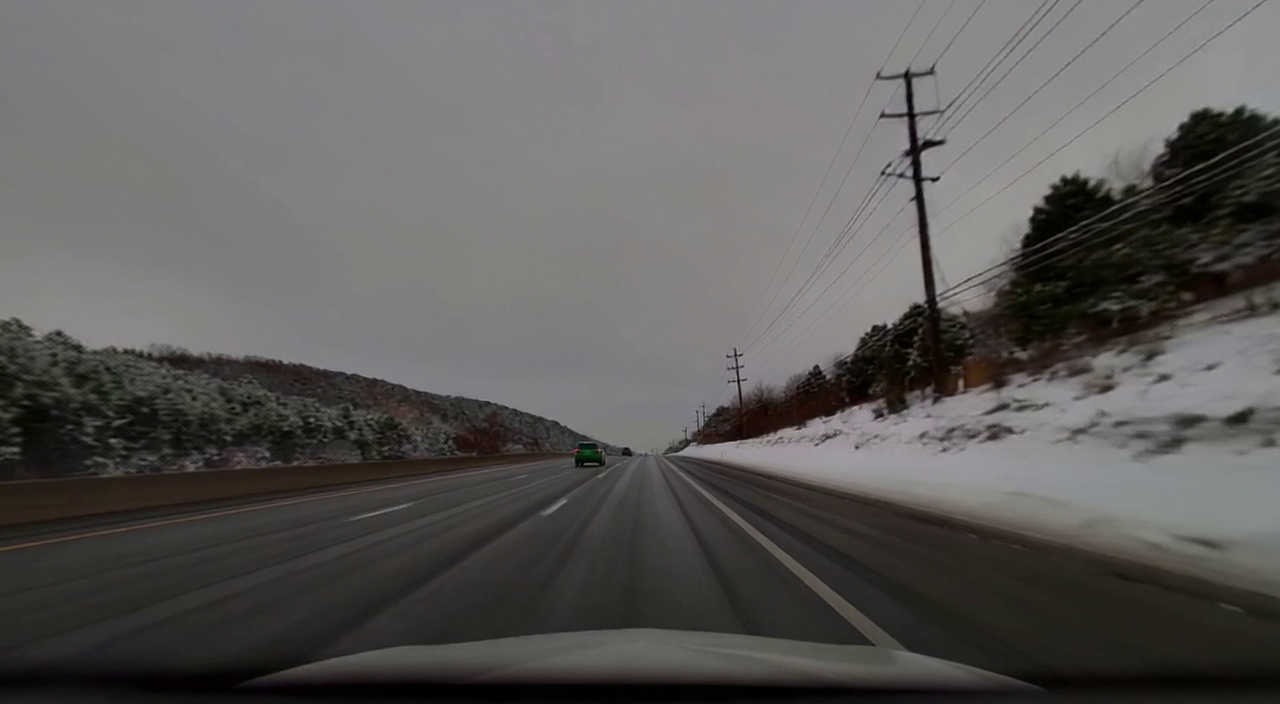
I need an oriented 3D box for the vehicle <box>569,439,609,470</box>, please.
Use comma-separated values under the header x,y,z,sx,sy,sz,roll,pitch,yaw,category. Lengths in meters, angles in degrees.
x,y,z,sx,sy,sz,roll,pitch,yaw,category
-3.226,6.588,40.764,2.136,1.845,4.515,0,-8,1,vehicle
